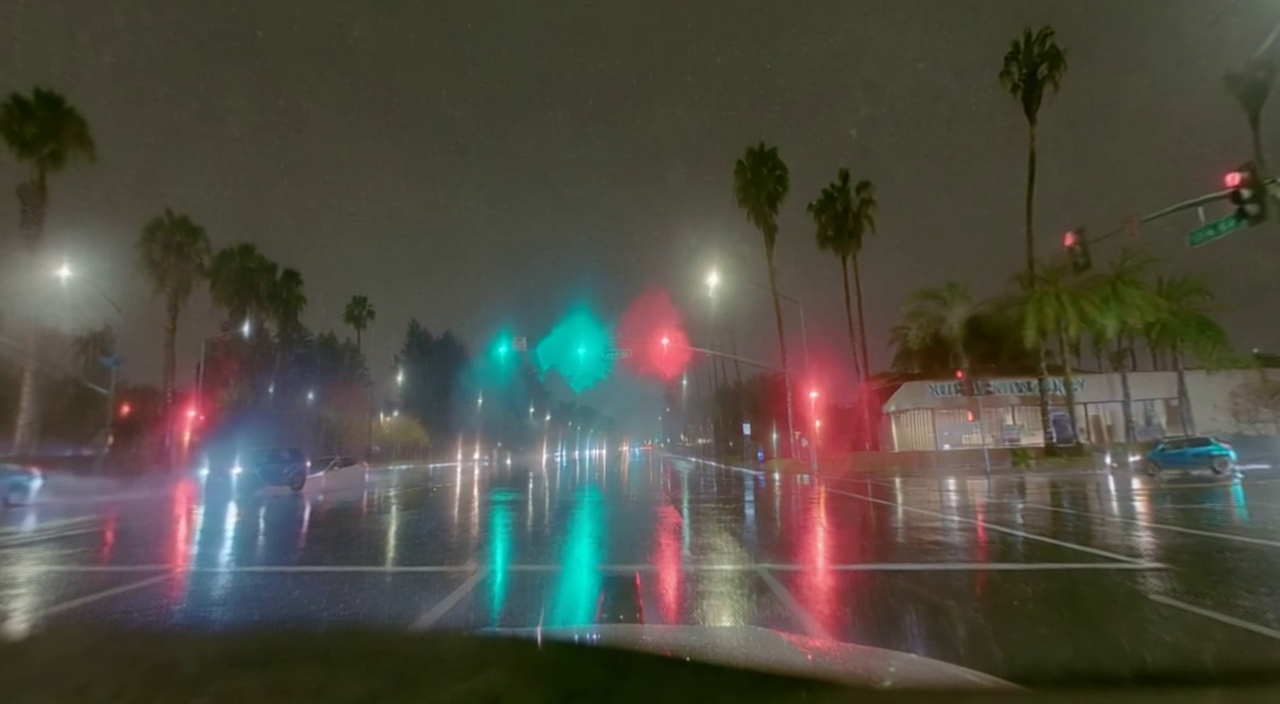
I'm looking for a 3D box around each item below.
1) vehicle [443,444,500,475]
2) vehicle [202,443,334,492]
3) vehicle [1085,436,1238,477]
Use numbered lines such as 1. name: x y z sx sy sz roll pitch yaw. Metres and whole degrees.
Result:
1. vehicle: -9.716 6.229 36.887 2.074 1.681 4.417 0 -9 1
2. vehicle: -14.146 4.389 24.441 2.074 1.671 4.755 0 -9 2
3. vehicle: 22.213 4.454 27.070 4.533 1.676 2.236 0 -9 -1
